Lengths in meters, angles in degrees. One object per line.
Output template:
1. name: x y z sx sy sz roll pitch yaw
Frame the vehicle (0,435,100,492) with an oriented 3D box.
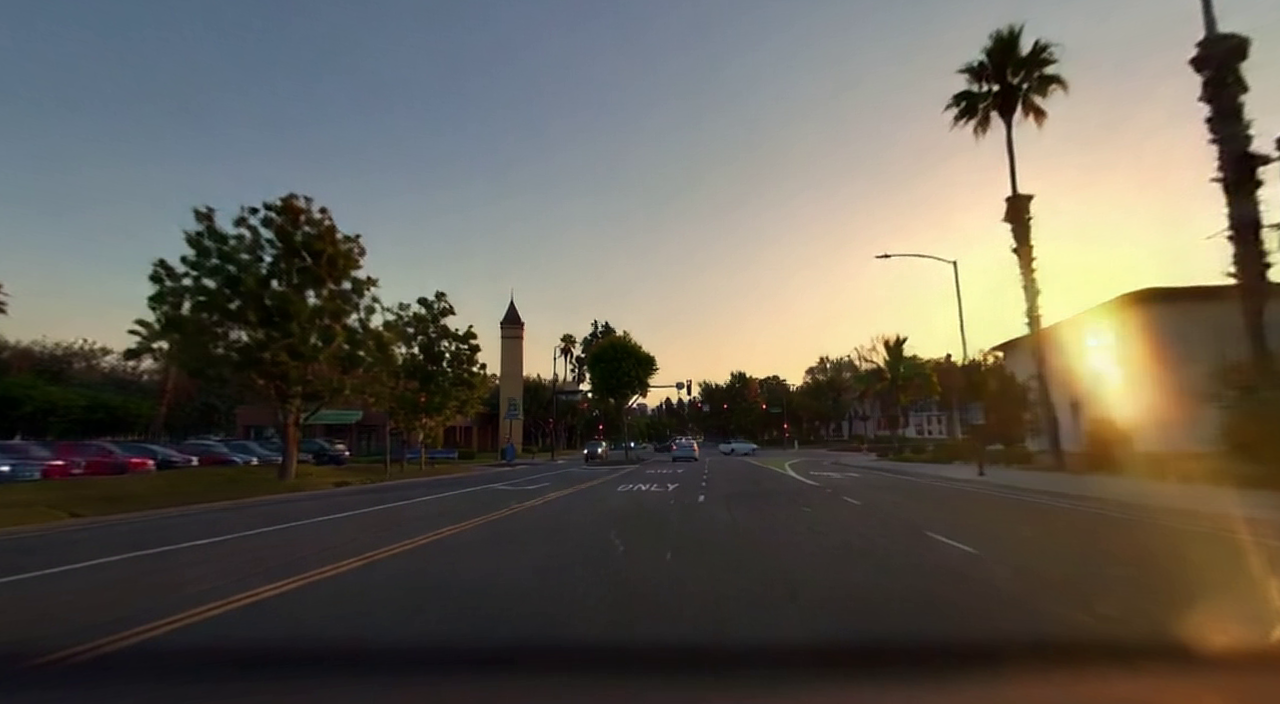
1. vehicle: -22.128 3.862 21.979 4.486 1.801 2.250 -1 -6 3
